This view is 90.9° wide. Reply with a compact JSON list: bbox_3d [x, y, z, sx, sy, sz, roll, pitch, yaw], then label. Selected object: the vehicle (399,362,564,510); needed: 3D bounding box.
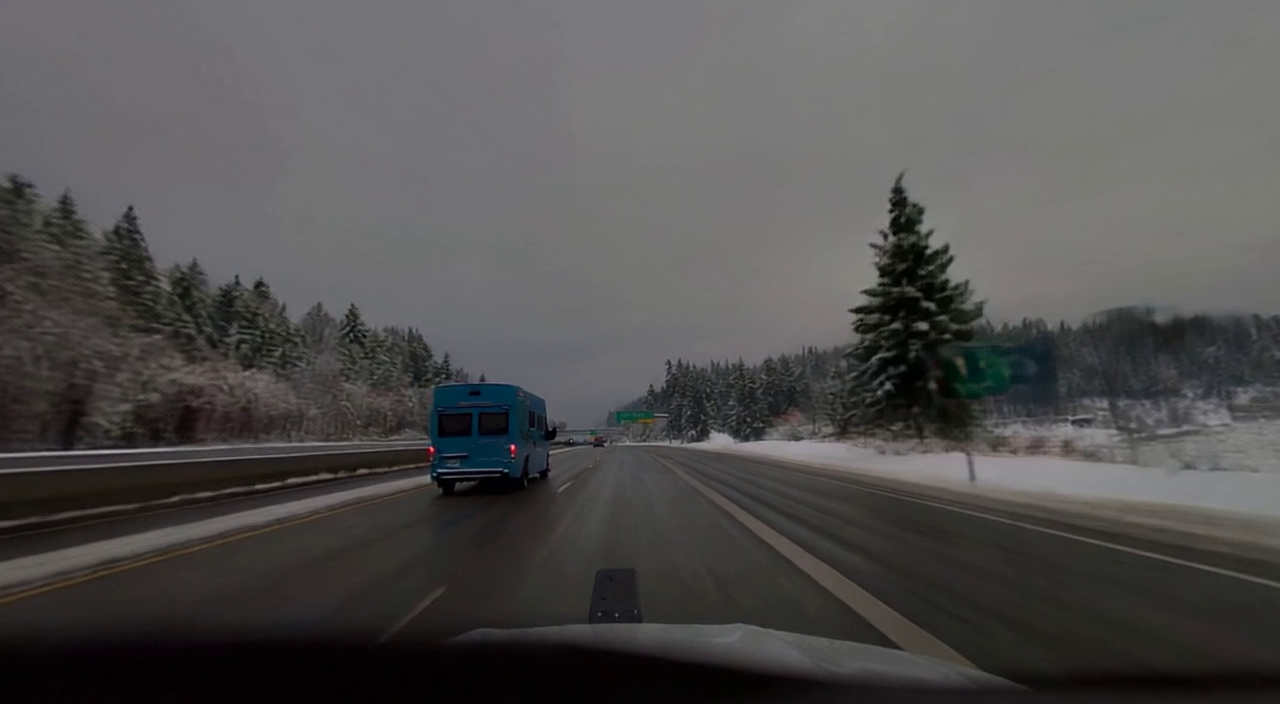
[{"bbox_3d":[-3.972,2.328,17.782,2.676,3.269,7.388,-1,-7,0],"label":"vehicle"}]
